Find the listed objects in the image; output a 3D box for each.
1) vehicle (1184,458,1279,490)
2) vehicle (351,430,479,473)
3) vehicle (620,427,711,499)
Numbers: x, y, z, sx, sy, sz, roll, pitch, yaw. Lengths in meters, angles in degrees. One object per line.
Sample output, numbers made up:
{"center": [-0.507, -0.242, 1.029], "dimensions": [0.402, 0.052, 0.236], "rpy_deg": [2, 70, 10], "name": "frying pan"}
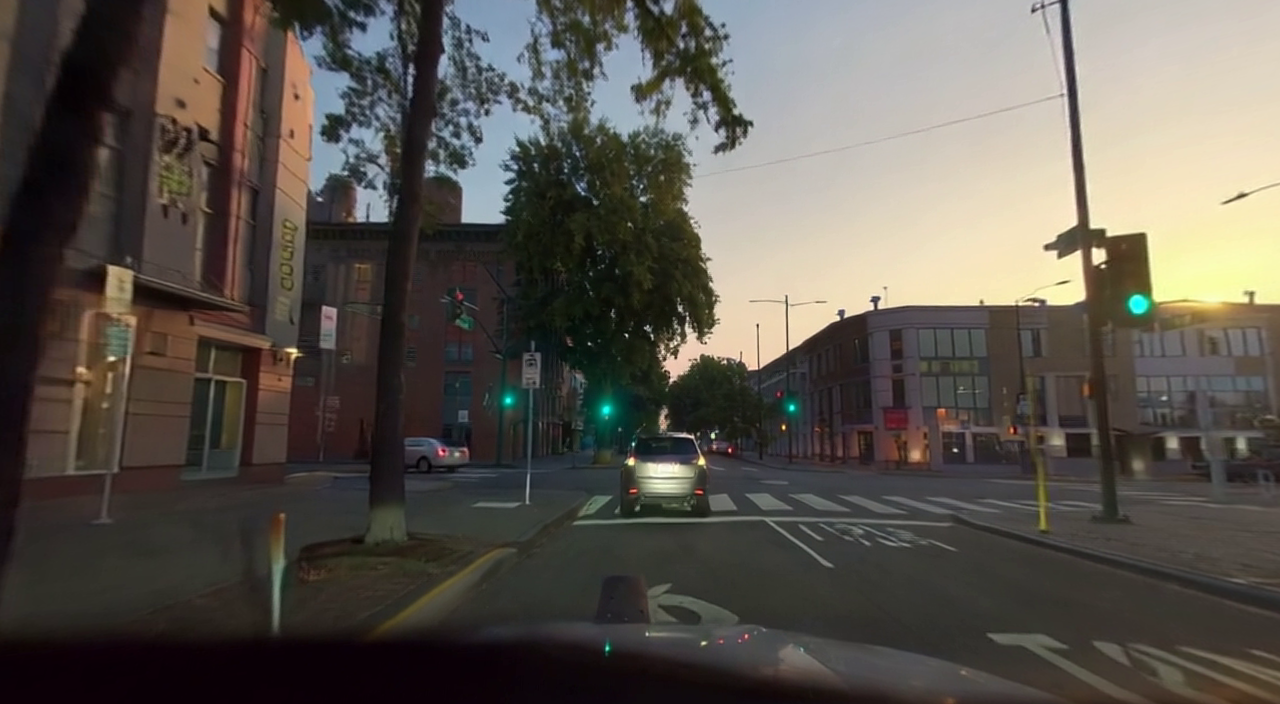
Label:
{"center": [30.423, 6.081, 31.557], "dimensions": [4.668, 1.441, 1.904], "rpy_deg": [0, -8, -4], "name": "vehicle"}
{"center": [-8.633, 3.809, 24.236], "dimensions": [4.282, 1.519, 2.077], "rpy_deg": [-4, -9, 21], "name": "vehicle"}
{"center": [0.659, 2.831, 16.438], "dimensions": [2.079, 1.621, 3.861], "rpy_deg": [-1, -8, 2], "name": "vehicle"}
